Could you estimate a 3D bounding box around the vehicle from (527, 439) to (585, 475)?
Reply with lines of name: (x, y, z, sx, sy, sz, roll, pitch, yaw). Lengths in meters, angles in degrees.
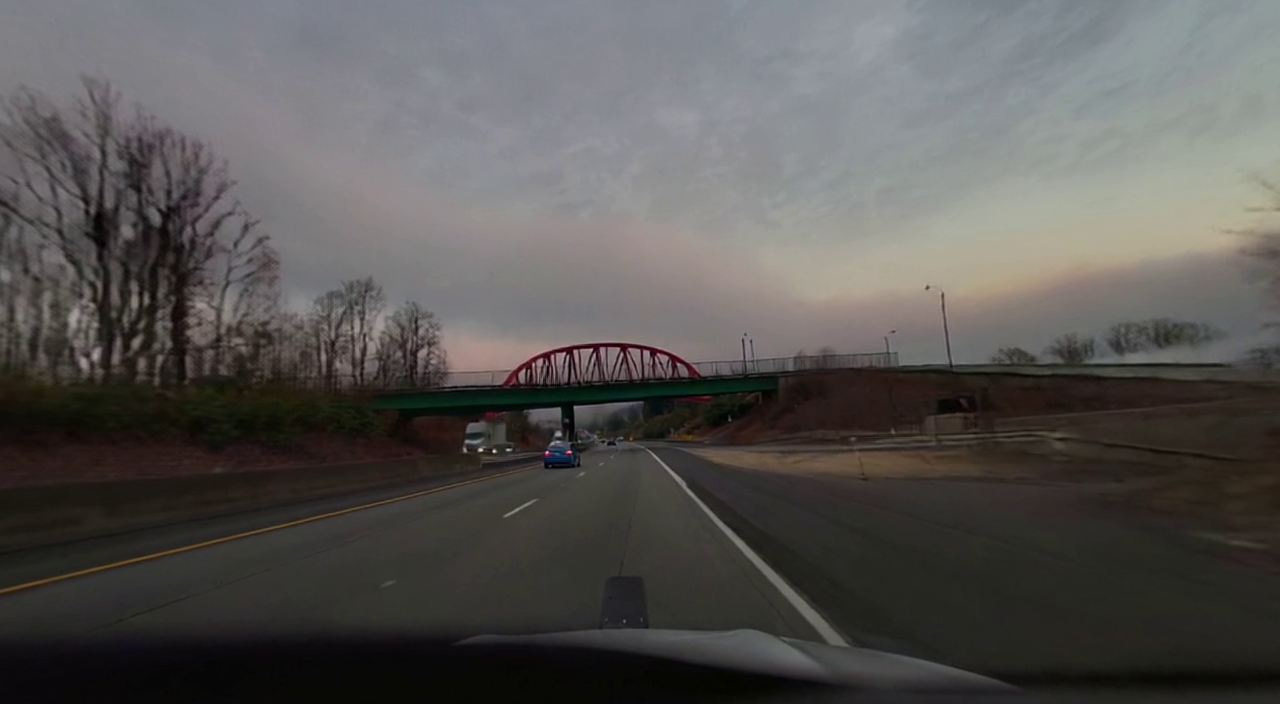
vehicle: (-3.869, 4.913, 29.633, 2.052, 1.556, 4.405, 0, -8, 1)
